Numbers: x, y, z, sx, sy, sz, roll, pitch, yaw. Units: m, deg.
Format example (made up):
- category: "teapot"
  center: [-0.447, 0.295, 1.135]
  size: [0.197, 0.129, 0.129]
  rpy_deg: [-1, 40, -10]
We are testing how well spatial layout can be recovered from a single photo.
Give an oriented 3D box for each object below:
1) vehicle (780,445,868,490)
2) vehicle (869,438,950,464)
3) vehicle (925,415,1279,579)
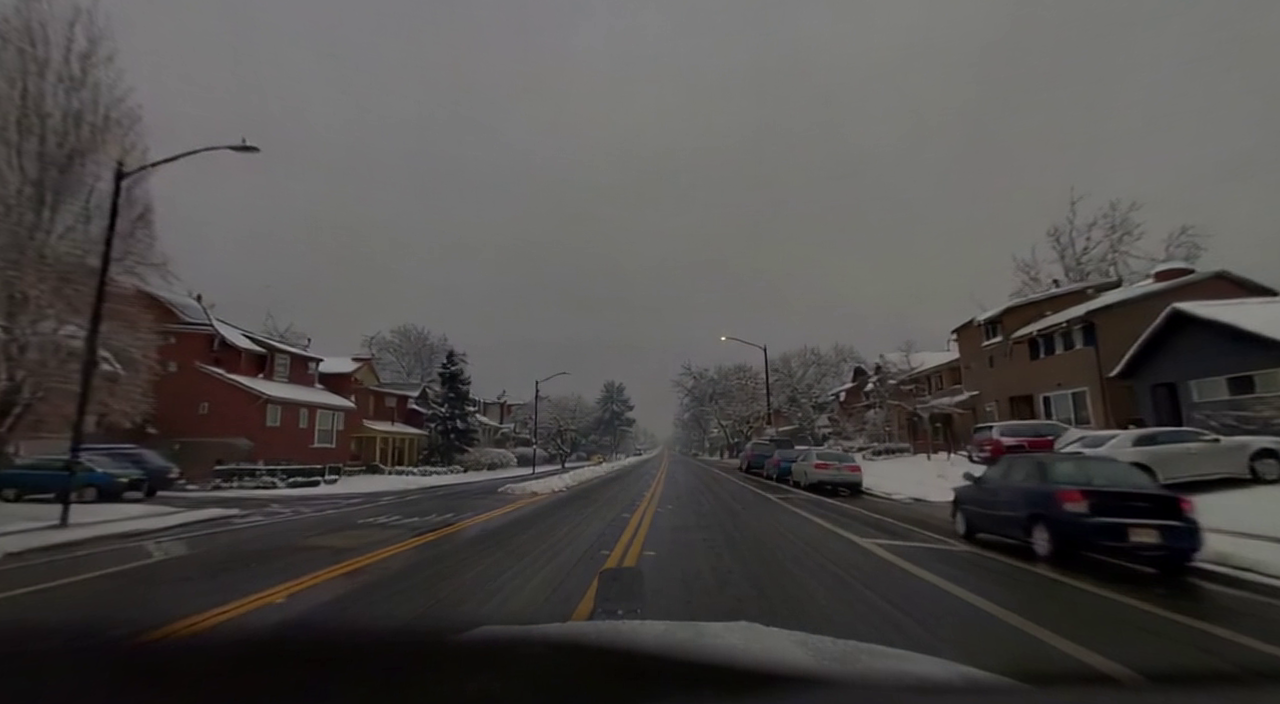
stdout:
- category: "vehicle"
  center: [6.815, 4.309, 23.927]
  size: [1.938, 1.464, 4.390]
  rpy_deg: [-1, -8, 0]
- category: "vehicle"
  center: [17.238, 6.392, 40.595]
  size: [4.293, 1.640, 1.861]
  rpy_deg: [0, -10, 2]
- category: "vehicle"
  center: [5.966, 1.819, 8.594]
  size: [1.971, 1.558, 4.895]
  rpy_deg: [-1, -10, 1]
